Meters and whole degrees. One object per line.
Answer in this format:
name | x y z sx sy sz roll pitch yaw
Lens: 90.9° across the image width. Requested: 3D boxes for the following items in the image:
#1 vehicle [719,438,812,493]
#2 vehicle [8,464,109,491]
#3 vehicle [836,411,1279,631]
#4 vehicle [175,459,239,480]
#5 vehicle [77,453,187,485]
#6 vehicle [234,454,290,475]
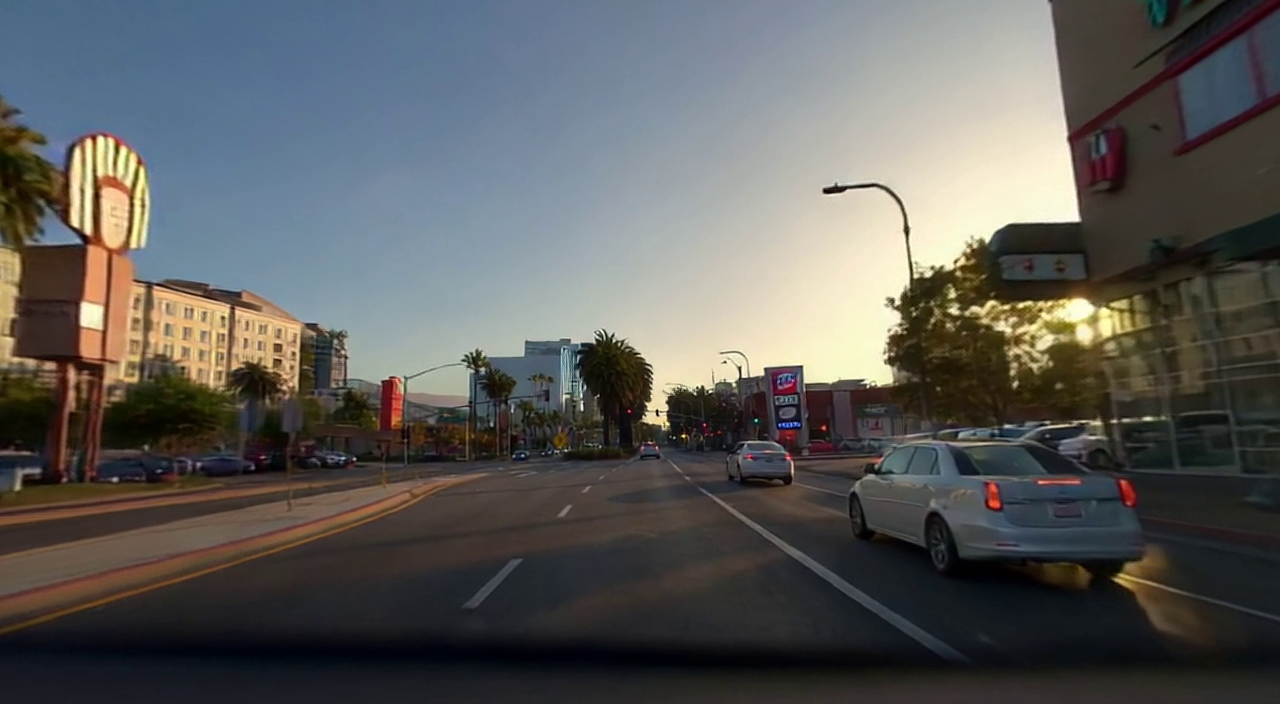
vehicle | 3.708 3.431 19.536 1.870 1.467 4.800 0 -8 0
vehicle | -33.352 7.181 36.206 4.252 1.419 1.997 -2 -8 10
vehicle | 3.677 1.496 6.600 1.931 1.534 4.126 -1 -8 0
vehicle | -31.285 8.480 45.649 1.703 1.328 4.065 -1 -8 1
vehicle | -31.894 7.354 39.693 4.978 1.873 2.164 0 -8 -1
vehicle | -29.363 8.731 49.079 1.966 1.430 4.309 0 -8 -4
